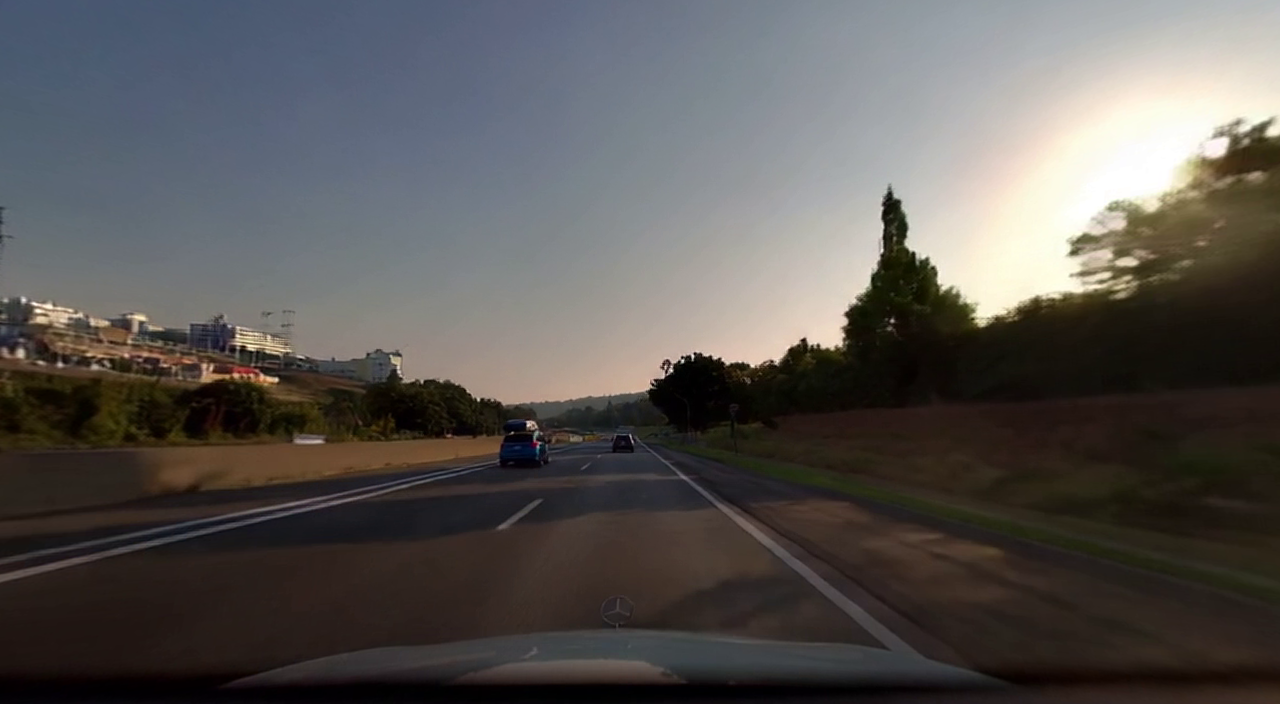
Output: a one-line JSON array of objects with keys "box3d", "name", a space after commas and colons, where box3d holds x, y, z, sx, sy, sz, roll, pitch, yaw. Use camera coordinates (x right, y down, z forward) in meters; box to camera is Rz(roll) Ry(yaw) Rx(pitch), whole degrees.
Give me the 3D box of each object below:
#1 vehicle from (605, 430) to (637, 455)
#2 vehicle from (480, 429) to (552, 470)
[{"box3d": [-1.299, 6.295, 43.908, 2.151, 1.618, 3.898, 0, -8, -1], "name": "vehicle"}, {"box3d": [-5.168, 4.129, 26.904, 2.189, 1.580, 4.607, 0, -8, 0], "name": "vehicle"}]
